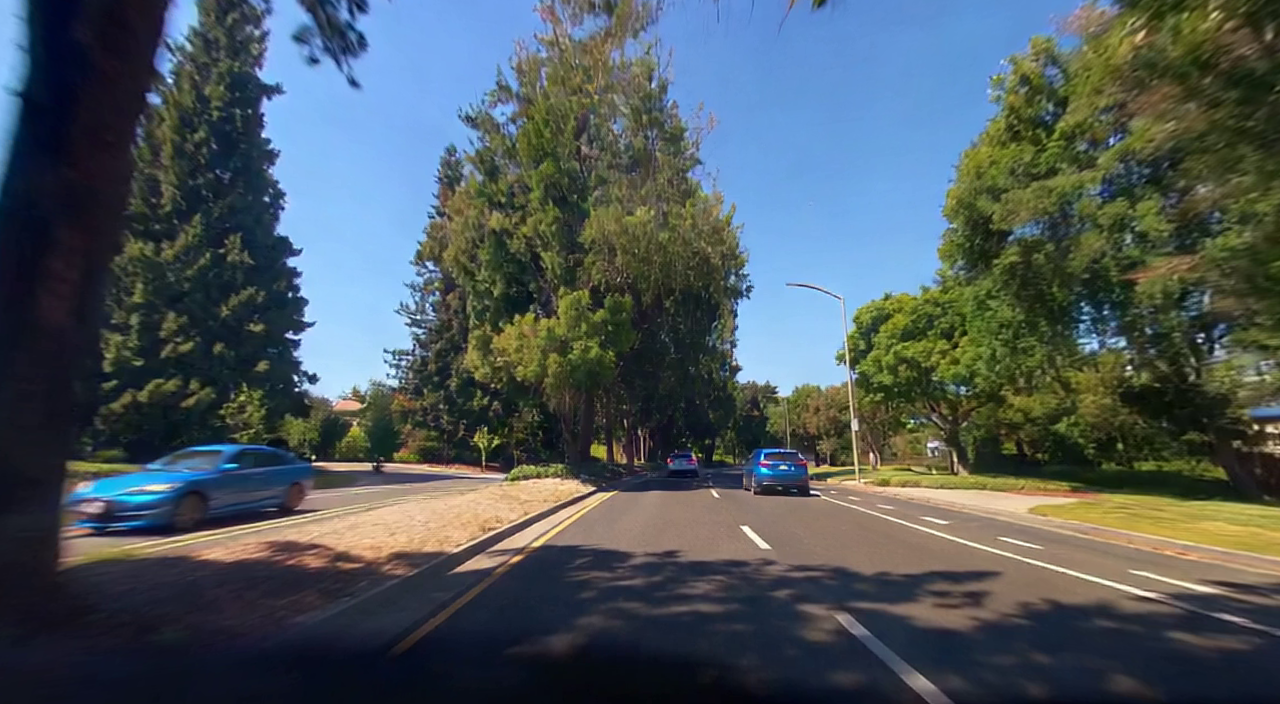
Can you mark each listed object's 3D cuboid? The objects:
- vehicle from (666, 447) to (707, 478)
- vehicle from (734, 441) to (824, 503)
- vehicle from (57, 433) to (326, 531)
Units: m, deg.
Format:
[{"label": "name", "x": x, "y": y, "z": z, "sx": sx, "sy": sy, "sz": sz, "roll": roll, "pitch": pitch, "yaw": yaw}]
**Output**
[{"label": "vehicle", "x": 3.028, "y": 7.007, "z": 40.137, "sx": 2.251, "sy": 1.822, "sz": 4.391, "roll": -1, "pitch": -9, "yaw": 9}, {"label": "vehicle", "x": 4.136, "y": 3.607, "z": 19.402, "sx": 1.971, "sy": 1.663, "sz": 4.287, "roll": 0, "pitch": -9, "yaw": 3}, {"label": "vehicle", "x": -8.709, "y": 2.524, "z": 12.883, "sx": 2.064, "sy": 1.628, "sz": 4.524, "roll": 0, "pitch": -8, "yaw": 2}]
